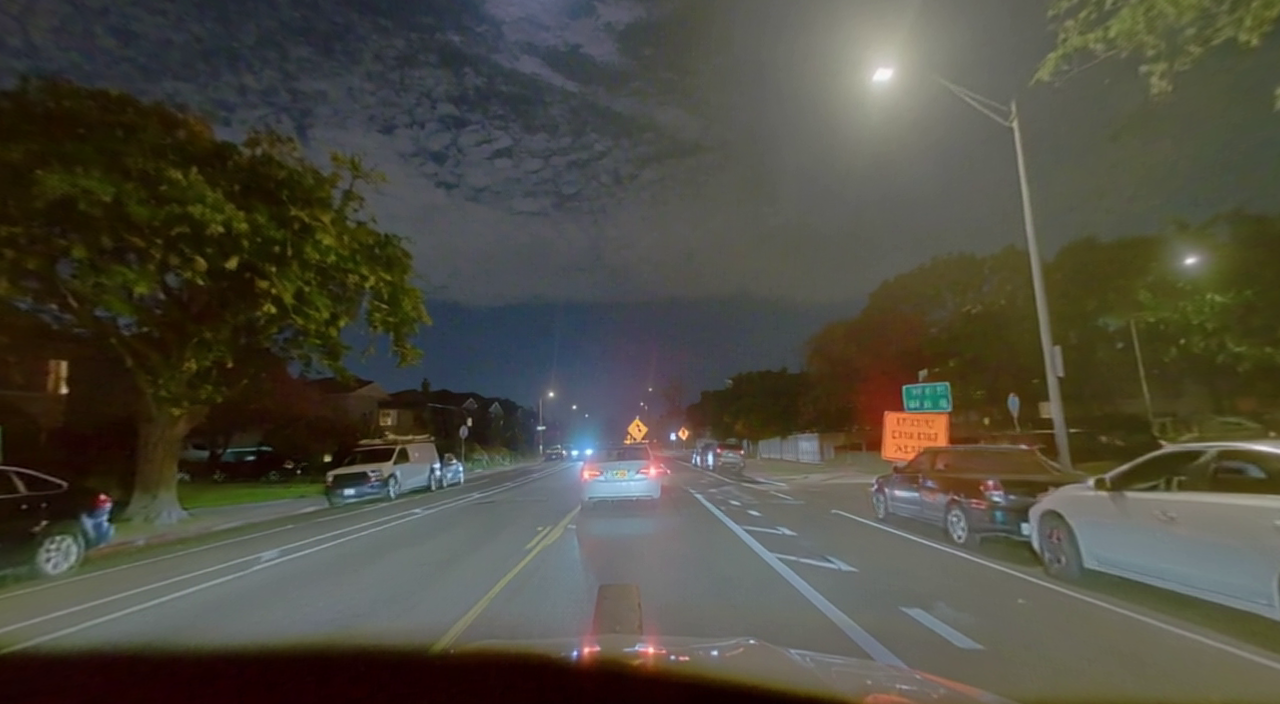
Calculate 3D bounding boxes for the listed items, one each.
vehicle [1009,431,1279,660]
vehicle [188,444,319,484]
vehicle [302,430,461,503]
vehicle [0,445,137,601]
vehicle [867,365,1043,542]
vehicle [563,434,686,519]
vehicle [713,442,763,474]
[{"bbox_3d":[5.108,1.355,4.711,1.864,1.480,4.587,0,-8,-1],"label":"vehicle"},{"bbox_3d":[-16.649,4.841,27.286,4.468,1.517,1.796,-1,-9,-2],"label":"vehicle"},{"bbox_3d":[-8.156,3.677,20.797,2.659,2.047,6.014,0,-9,1],"label":"vehicle"},{"bbox_3d":[-7.961,1.798,6.399,2.036,1.676,4.440,0,-8,-1],"label":"vehicle"},{"bbox_3d":[5.265,1.719,10.923,1.409,2.648,2.645,0,-9,-4],"label":"vehicle"},{"bbox_3d":[-0.248,2.491,13.124,2.151,1.481,4.084,0,-8,1],"label":"vehicle"},{"bbox_3d":[4.911,5.367,32.068,1.985,1.481,4.116,0,-8,1],"label":"vehicle"}]
